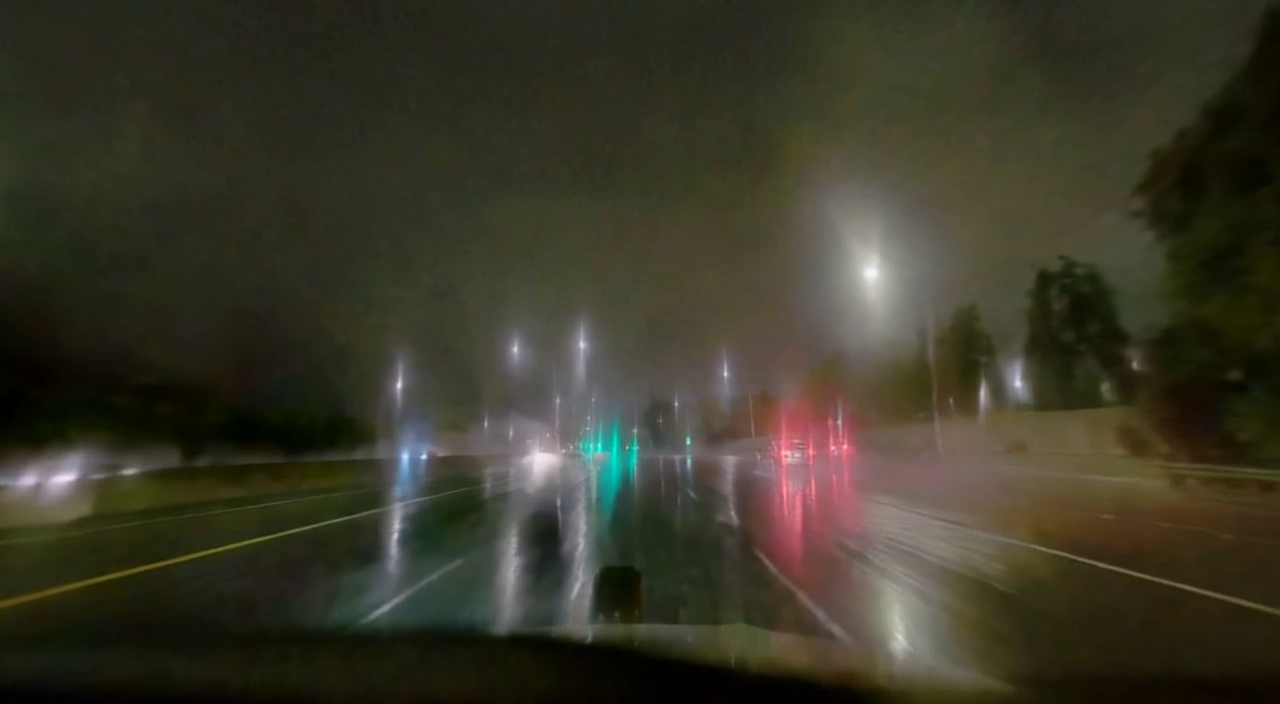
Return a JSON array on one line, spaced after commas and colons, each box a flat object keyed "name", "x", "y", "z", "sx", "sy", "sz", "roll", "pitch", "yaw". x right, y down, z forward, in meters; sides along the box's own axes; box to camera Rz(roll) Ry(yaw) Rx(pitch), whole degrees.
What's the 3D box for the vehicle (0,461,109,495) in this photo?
[{"name": "vehicle", "x": -29.270, "y": 6.214, "z": 31.504, "sx": 1.778, "sy": 1.472, "sz": 4.444, "roll": 0, "pitch": -9, "yaw": -3}]
